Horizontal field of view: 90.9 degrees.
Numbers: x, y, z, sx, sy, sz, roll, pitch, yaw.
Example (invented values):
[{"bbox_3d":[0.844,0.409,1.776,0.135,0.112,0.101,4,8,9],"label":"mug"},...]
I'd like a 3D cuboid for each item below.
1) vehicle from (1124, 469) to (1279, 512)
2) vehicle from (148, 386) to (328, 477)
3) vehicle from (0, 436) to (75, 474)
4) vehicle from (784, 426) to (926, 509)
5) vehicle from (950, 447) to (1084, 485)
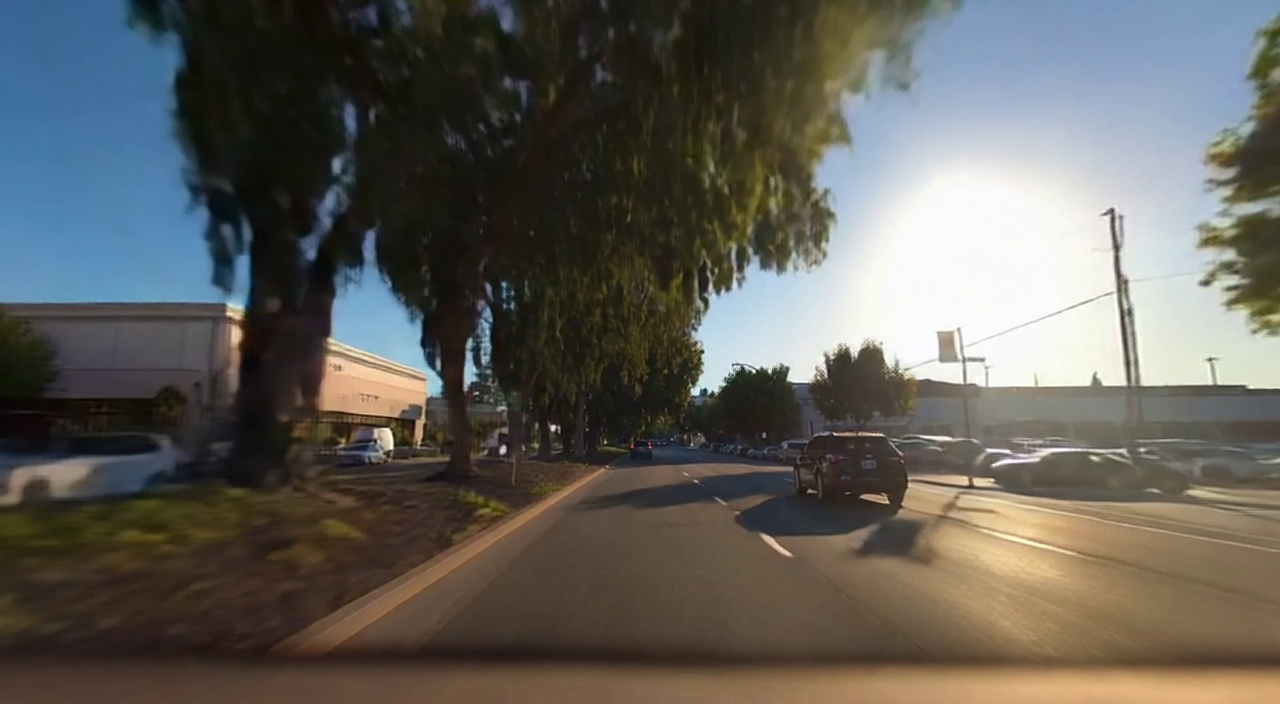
[{"bbox_3d":[20.167,4.833,22.170,4.671,1.349,1.976,0,-8,-1],"label":"vehicle"},{"bbox_3d":[-18.798,3.899,30.466,3.086,3.767,8.298,0,-8,0],"label":"vehicle"},{"bbox_3d":[-25.845,4.132,25.549,4.063,1.459,2.004,0,-8,4],"label":"vehicle"},{"bbox_3d":[4.823,2.643,14.828,2.072,1.669,3.836,0,-8,2],"label":"vehicle"},{"bbox_3d":[17.230,5.160,29.015,1.924,1.561,4.849,8,-11,-42],"label":"vehicle"}]
